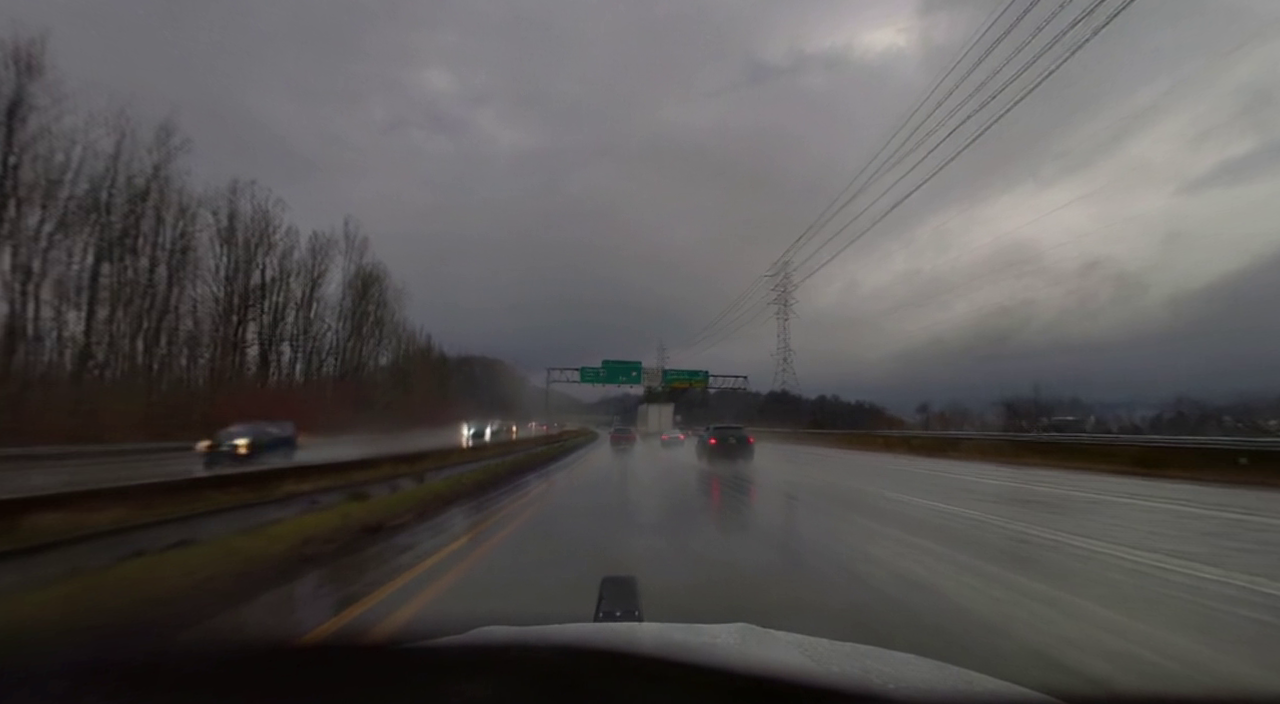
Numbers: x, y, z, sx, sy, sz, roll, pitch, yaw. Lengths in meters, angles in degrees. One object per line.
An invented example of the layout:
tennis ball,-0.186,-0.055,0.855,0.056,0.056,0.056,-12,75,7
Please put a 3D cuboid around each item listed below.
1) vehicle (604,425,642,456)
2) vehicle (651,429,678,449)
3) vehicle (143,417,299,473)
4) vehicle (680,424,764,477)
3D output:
vehicle,-0.932,4.949,35.095,2.019,1.642,3.790,0,-8,-1
vehicle,1.843,6.835,49.233,1.807,1.484,3.765,0,-8,-2
vehicle,-12.517,2.813,19.193,1.815,1.475,4.344,0,-8,-1
vehicle,2.589,3.236,20.873,2.062,1.581,3.914,0,-8,-3
